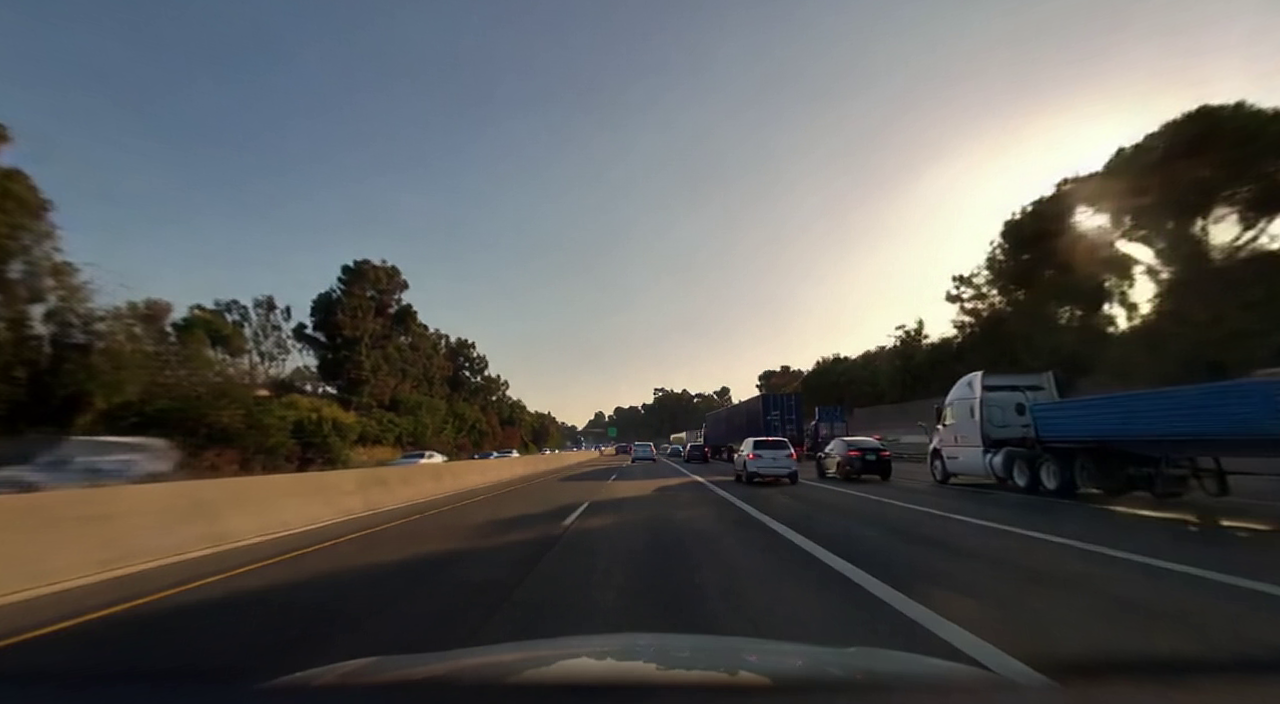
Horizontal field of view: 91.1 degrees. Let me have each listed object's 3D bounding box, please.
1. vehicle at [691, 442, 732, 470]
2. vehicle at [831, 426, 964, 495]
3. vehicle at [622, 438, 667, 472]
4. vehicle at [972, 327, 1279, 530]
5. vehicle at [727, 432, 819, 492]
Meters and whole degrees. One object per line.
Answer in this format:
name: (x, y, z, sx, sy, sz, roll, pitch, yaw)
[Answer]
vehicle: (4.158, 6.087, 37.003, 1.888, 1.501, 4.608, 0, -8, 0)
vehicle: (7.633, 3.255, 19.196, 1.985, 1.835, 4.681, 0, -8, -1)
vehicle: (0.249, 5.711, 35.108, 2.313, 1.736, 4.215, 0, -8, 0)
vehicle: (11.649, 1.840, 14.260, 2.786, 3.226, 9.750, 0, -8, 0)
vehicle: (4.081, 3.423, 19.946, 1.972, 1.693, 4.139, 0, -8, -1)
